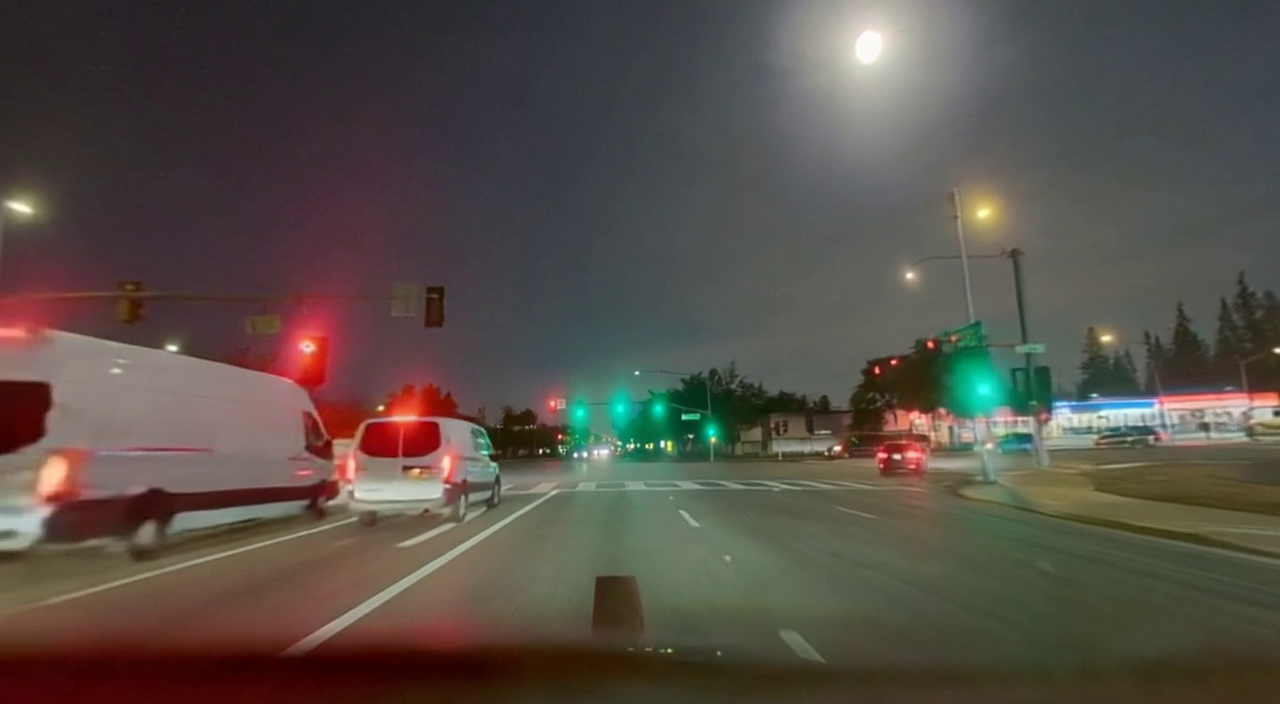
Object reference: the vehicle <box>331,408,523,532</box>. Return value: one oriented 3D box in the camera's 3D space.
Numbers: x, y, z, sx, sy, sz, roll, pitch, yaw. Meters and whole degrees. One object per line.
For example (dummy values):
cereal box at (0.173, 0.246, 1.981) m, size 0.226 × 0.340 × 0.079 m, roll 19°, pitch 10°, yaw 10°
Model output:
vehicle at (-3.955, 2.322, 12.971) m, size 2.206 × 2.007 × 5.190 m, roll 0°, pitch -9°, yaw -1°

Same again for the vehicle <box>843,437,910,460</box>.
vehicle at (18.454, 7.536, 49.447) m, size 4.364 × 1.737 × 1.967 m, roll 0°, pitch -9°, yaw -1°

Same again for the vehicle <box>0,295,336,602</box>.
vehicle at (-6.593, 1.228, 8.335) m, size 2.405 × 2.696 × 5.561 m, roll 0°, pitch -9°, yaw -1°

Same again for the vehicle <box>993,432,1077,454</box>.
vehicle at (28.581, 6.636, 45.784) m, size 4.768 × 1.525 × 1.919 m, roll 0°, pitch -9°, yaw -1°

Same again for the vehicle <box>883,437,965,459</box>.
vehicle at (19.346, 6.560, 43.141) m, size 4.615 × 1.474 × 2.004 m, roll 0°, pitch -9°, yaw -1°
